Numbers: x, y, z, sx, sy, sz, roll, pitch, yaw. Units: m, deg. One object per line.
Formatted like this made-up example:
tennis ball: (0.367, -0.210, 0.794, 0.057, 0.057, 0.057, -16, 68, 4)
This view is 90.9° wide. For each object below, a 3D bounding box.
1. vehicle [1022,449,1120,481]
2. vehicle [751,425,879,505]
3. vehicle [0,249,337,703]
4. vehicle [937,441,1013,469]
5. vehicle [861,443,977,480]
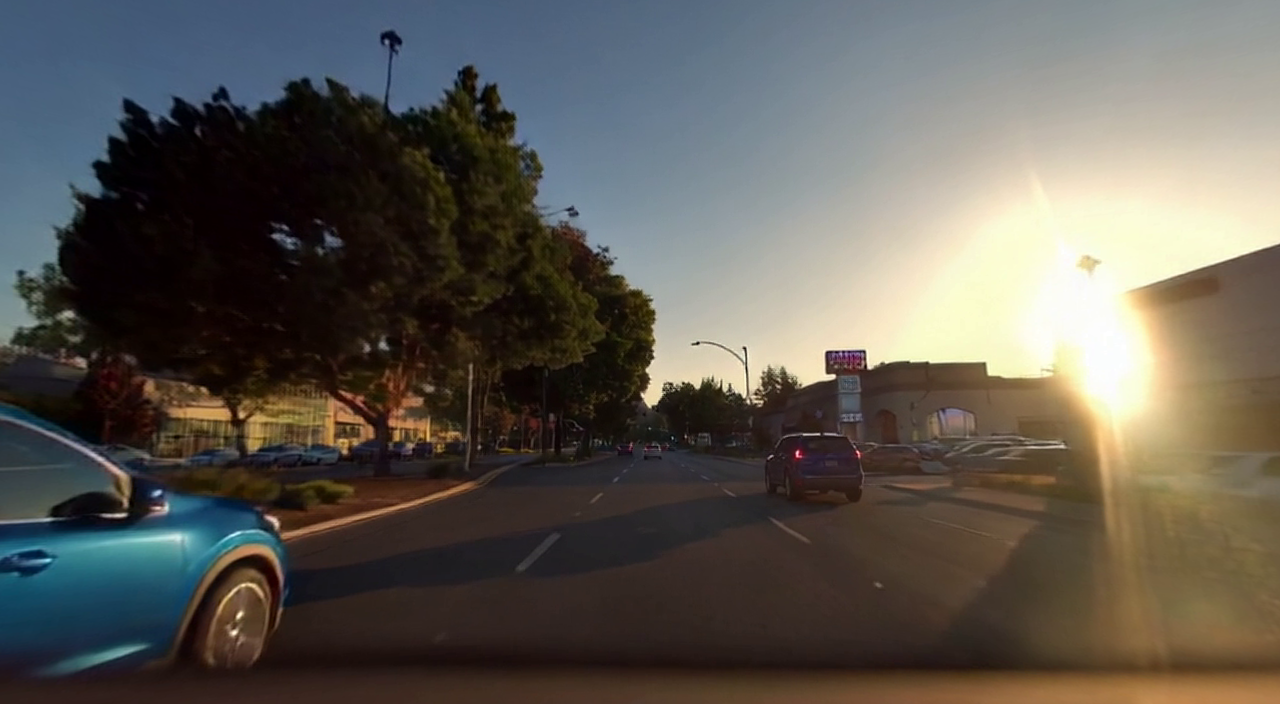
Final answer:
vehicle: (21.515, 5.633, 31.696, 1.822, 1.460, 4.409, 0, -8, 0)
vehicle: (4.300, 2.848, 16.294, 2.024, 1.773, 4.431, 0, -8, 0)
vehicle: (-3.241, 0.589, 1.838, 2.210, 1.925, 4.838, 0, -8, 1)
vehicle: (20.716, 6.351, 39.193, 1.959, 1.613, 4.190, 1, -8, -9)
vehicle: (12.111, 4.763, 27.598, 4.217, 1.522, 1.755, -1, -9, 4)
